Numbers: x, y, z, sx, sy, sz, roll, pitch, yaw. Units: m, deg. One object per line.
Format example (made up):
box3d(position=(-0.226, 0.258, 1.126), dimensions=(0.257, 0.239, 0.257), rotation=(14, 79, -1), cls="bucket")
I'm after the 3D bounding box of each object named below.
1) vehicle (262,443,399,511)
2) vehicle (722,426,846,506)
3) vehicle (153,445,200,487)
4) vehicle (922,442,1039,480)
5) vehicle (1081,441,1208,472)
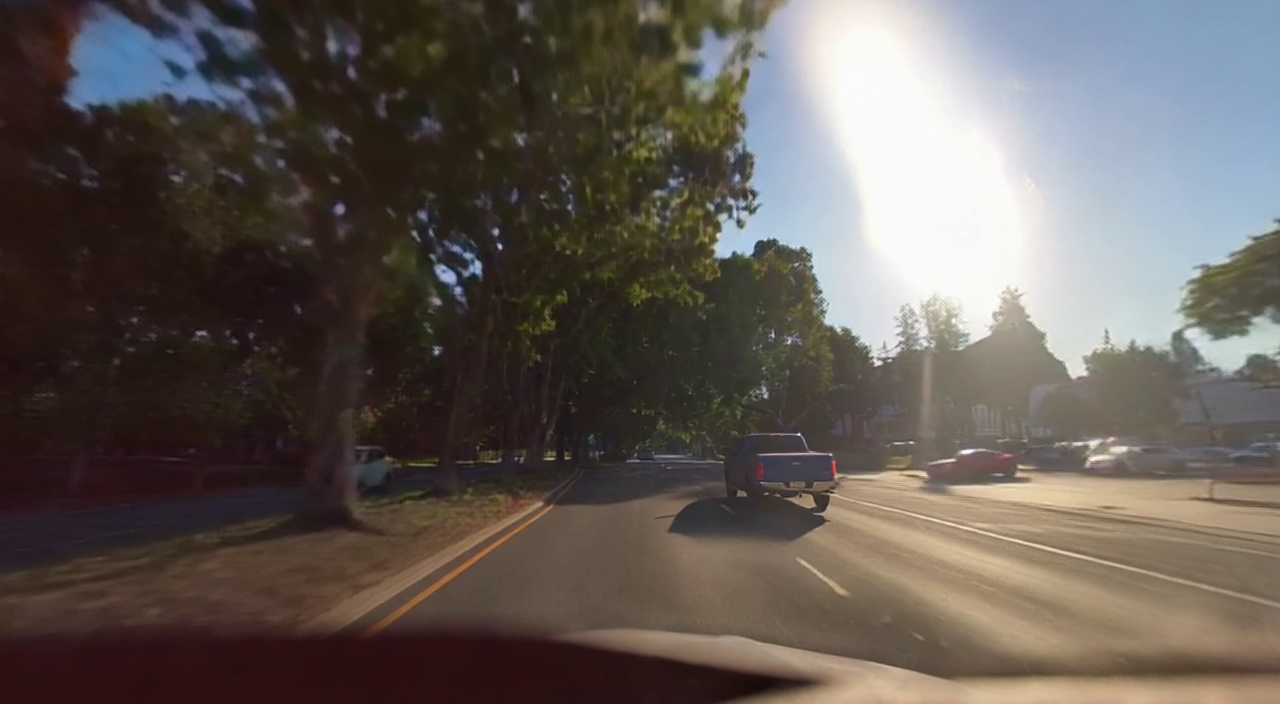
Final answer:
box3d(position=(-8.671, 3.476, 18.163), dimensions=(1.834, 1.695, 4.129), rotation=(0, -8, -1), cls="vehicle")
box3d(position=(3.708, 3.035, 17.378), dimensions=(2.138, 1.836, 5.245), rotation=(0, -8, 0), cls="vehicle")
box3d(position=(-30.113, 7.383, 41.088), dimensions=(1.541, 2.550, 1.957), rotation=(-3, -8, 0), cls="vehicle")
box3d(position=(16.604, 5.320, 30.956), dimensions=(4.554, 1.566, 1.925), rotation=(-3, -8, -1), cls="vehicle")
box3d(position=(24.845, 5.157, 31.228), dimensions=(4.648, 1.444, 1.912), rotation=(0, -8, -1), cls="vehicle")
